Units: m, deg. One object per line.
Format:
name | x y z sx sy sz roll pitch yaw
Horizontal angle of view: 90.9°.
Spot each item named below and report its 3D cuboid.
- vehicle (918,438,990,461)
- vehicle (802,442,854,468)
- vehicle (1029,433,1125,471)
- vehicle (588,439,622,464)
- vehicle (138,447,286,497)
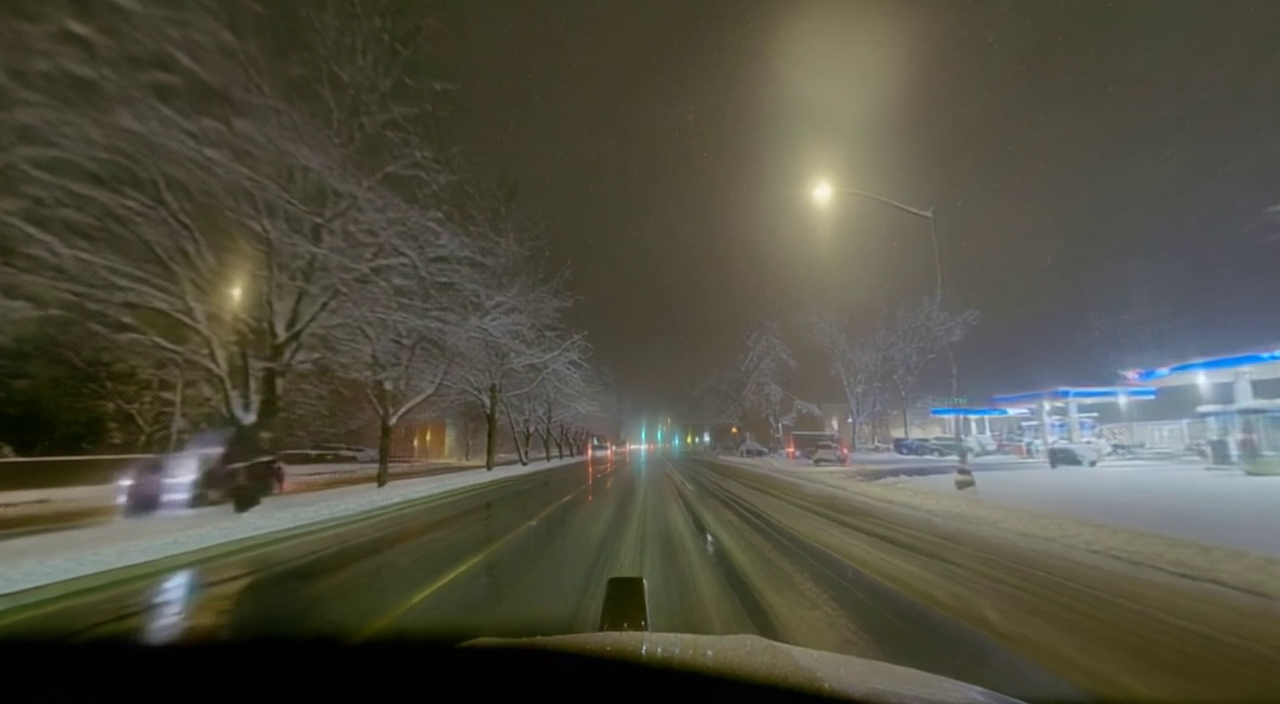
vehicle | 21.518 6.635 43.100 4.674 1.471 1.954 4 -10 -28
vehicle | 11.860 6.479 39.973 1.967 1.500 4.353 -1 -8 1
vehicle | 21.424 4.861 30.871 4.484 1.697 1.959 5 -10 -30
vehicle | -2.561 7.496 47.585 2.196 1.801 4.542 0 -8 1
vehicle | -14.962 4.182 22.444 1.894 1.574 4.655 -1 -8 2
